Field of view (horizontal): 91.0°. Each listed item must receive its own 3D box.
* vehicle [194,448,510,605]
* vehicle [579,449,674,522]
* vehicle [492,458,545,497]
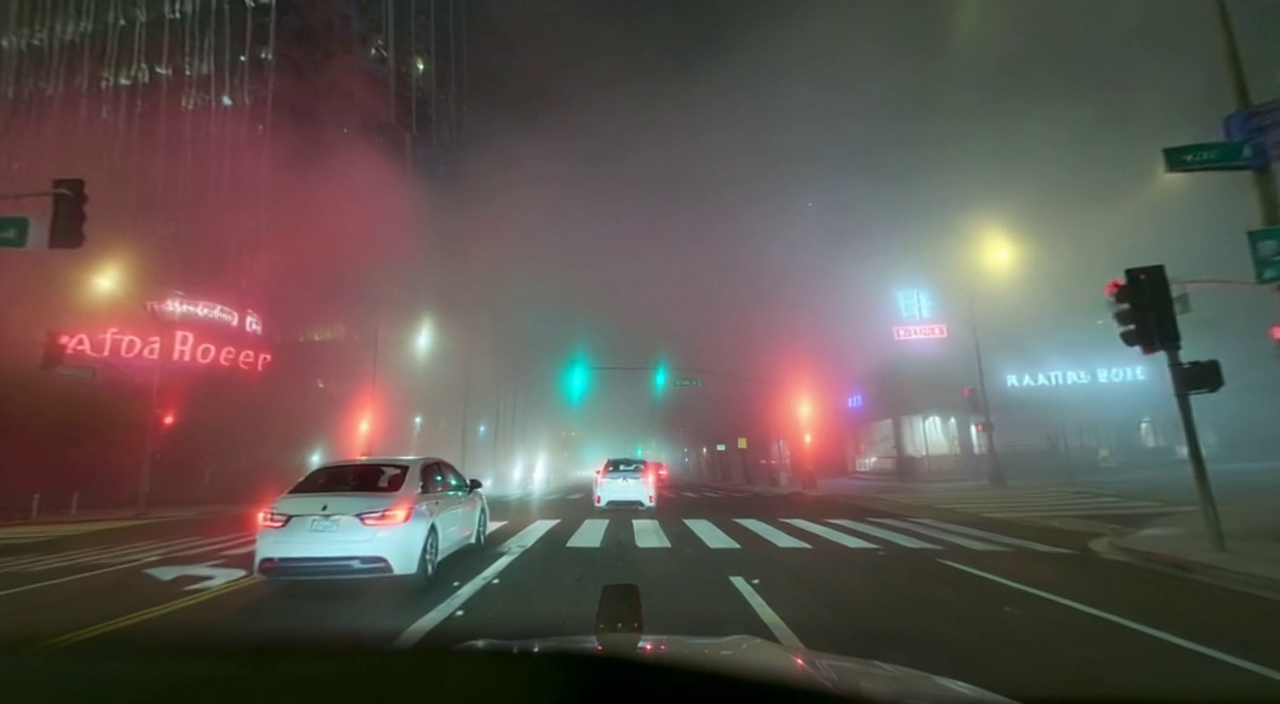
[{"bbox_3d":[-3.301,2.068,8.539,2.096,1.492,4.666,0,-9,0],"label":"vehicle"},{"bbox_3d":[-0.331,3.343,16.312,2.145,1.632,3.972,0,-9,-1],"label":"vehicle"},{"bbox_3d":[-6.720,6.996,35.427,2.070,1.893,4.738,0,-9,-1],"label":"vehicle"}]
